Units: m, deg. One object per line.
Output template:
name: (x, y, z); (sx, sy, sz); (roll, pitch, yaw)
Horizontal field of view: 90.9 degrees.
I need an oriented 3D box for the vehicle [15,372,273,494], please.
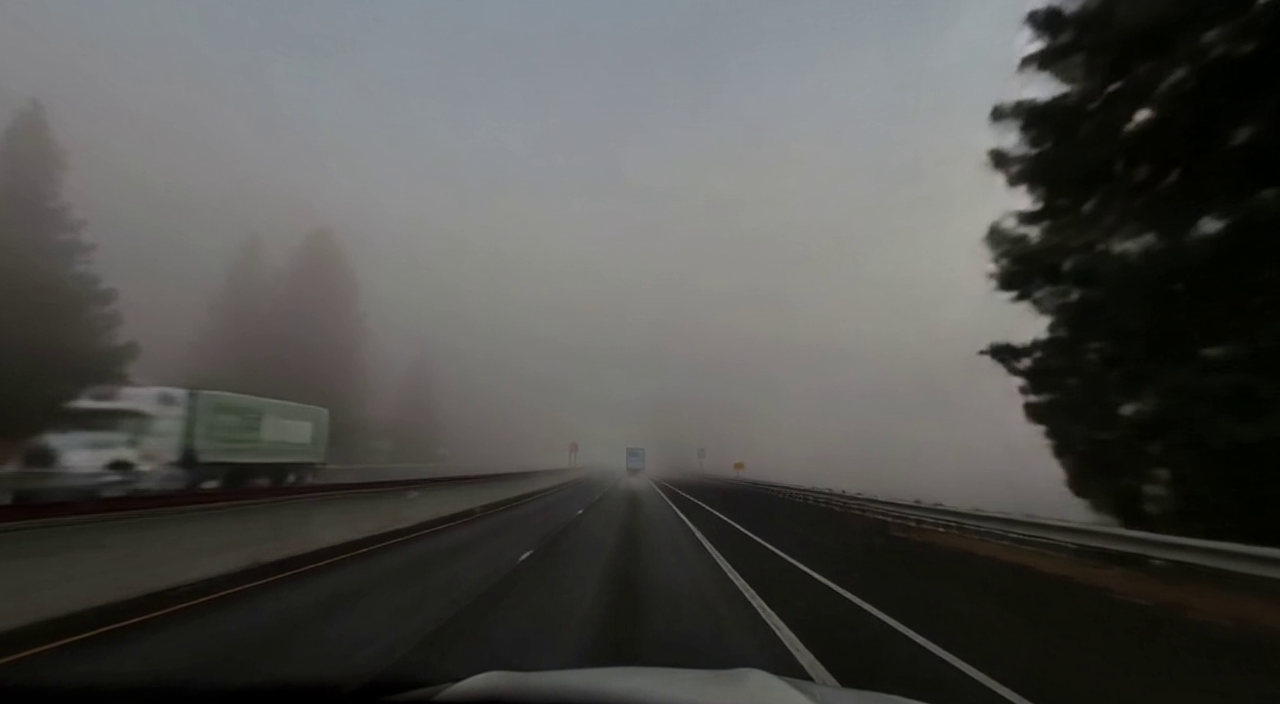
vehicle: (-16.275, 2.967, 21.708); (2.653, 3.441, 7.431); (1, -10, 0)
